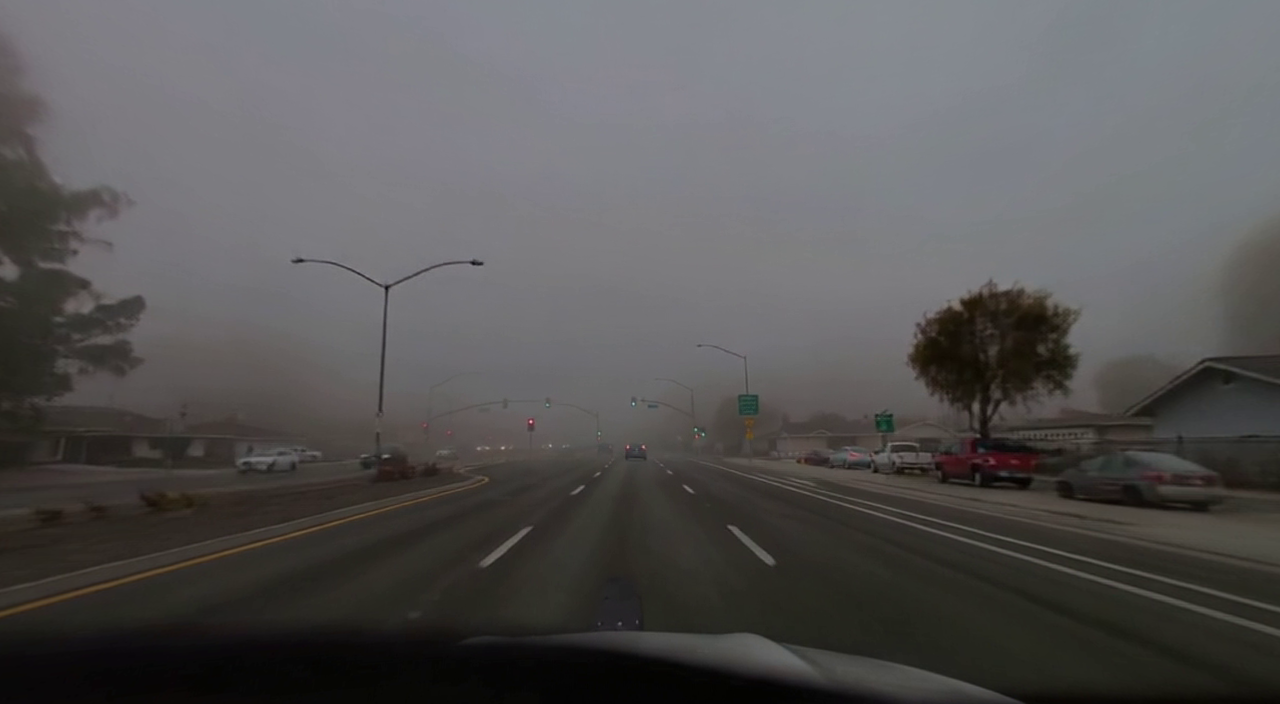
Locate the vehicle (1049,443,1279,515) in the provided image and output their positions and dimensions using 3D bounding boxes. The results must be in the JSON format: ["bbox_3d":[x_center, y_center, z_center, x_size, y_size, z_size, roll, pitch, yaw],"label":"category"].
[{"bbox_3d":[12.408,3.008,15.376,1.836,1.448,4.624,-1,-10,1],"label":"vehicle"}]

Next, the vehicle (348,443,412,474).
[{"bbox_3d":[-15.079,6.176,36.921,1.857,1.656,4.514,0,-9,0],"label":"vehicle"}]

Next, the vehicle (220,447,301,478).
[{"bbox_3d":[-19.492,5.658,32.617,1.784,1.485,3.829,0,-8,0],"label":"vehicle"}]

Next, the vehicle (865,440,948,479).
[{"bbox_3d":[12.603,5.082,30.207,1.976,1.706,4.354,0,-9,0],"label":"vehicle"}]

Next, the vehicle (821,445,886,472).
[{"bbox_3d":[12.413,6.192,37.043,2.128,1.467,4.987,0,-9,1],"label":"vehicle"}]

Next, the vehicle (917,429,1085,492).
[{"bbox_3d":[12.621,3.908,22.825,2.386,1.919,6.109,-1,-10,-1],"label":"vehicle"}]
